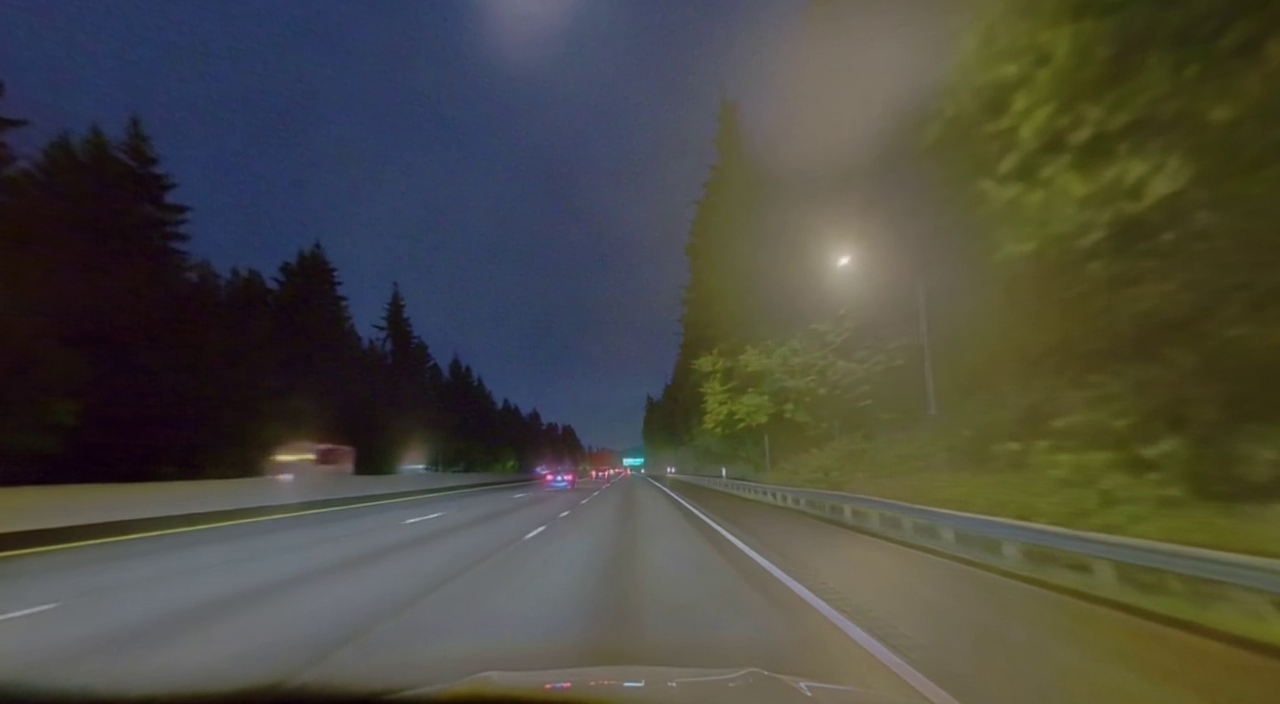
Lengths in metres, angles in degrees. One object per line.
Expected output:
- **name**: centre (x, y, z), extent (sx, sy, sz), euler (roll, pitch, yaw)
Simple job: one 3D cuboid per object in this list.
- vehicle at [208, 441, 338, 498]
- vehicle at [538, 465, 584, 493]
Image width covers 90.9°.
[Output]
- **vehicle**: centre (-17.147, 5.586, 30.023), extent (2.362, 2.411, 6.145), euler (1, -10, 1)
- **vehicle**: centre (-4.353, 7.102, 35.418), extent (1.995, 1.467, 4.467), euler (1, -10, 0)
